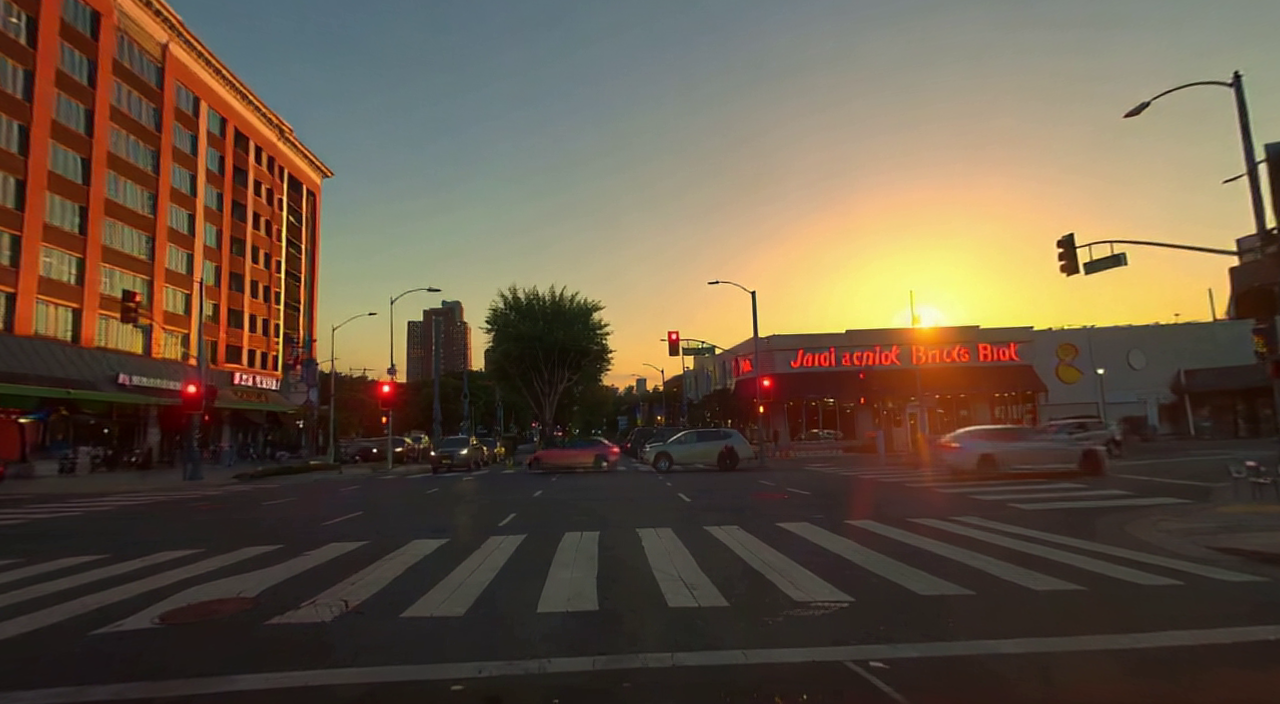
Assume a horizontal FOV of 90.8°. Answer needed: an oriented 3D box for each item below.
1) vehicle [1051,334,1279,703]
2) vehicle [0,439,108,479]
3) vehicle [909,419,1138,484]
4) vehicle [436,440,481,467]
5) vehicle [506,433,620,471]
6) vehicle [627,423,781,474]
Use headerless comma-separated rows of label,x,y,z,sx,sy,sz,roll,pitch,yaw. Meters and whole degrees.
vehicle,2.994,0.605,0.872,1.866,1.654,4.354,0,-8,0
vehicle,-31.545,5.630,33.555,2.205,1.903,5.877,1,-9,-10
vehicle,9.536,2.475,15.892,4.758,1.480,1.849,1,-8,-10
vehicle,-10.880,6.100,38.215,1.885,1.545,4.124,1,-8,-6
vehicle,-3.127,4.088,25.929,4.475,1.458,1.681,1,-9,-8
vehicle,2.013,3.105,20.443,4.612,1.521,1.811,1,-9,-10
